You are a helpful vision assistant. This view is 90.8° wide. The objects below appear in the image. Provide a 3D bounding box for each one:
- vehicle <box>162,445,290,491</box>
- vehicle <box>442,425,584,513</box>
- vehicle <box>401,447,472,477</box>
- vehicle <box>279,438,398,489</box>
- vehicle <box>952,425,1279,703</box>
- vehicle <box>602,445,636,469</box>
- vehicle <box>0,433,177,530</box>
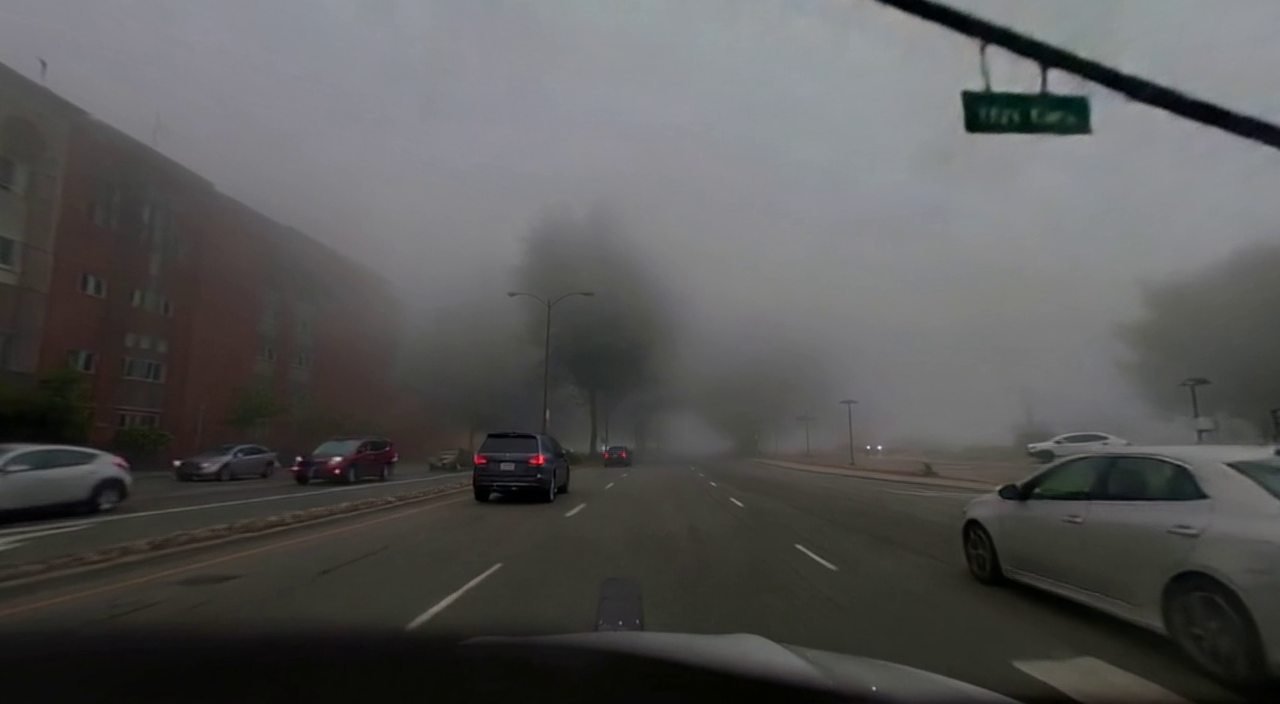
[{"bbox_3d":[-15.101,4.216,23.385,1.871,1.515,4.229,0,-9,0],"label":"vehicle"},{"bbox_3d":[-2.912,2.839,15.864,2.305,1.833,4.912,-1,-9,3],"label":"vehicle"},{"bbox_3d":[-10.728,5.822,33.745,1.960,1.451,4.870,-1,-9,3],"label":"vehicle"},{"bbox_3d":[-11.249,4.185,24.055,2.016,1.710,4.734,-1,-9,2],"label":"vehicle"},{"bbox_3d":[4.221,1.281,4.314,1.960,1.471,4.378,0,-9,1],"label":"vehicle"},{"bbox_3d":[-1.392,7.314,44.258,1.976,1.571,4.649,-1,-9,3],"label":"vehicle"},{"bbox_3d":[-11.841,2.415,12.131,2.150,1.627,4.737,-1,-9,3],"label":"vehicle"}]
